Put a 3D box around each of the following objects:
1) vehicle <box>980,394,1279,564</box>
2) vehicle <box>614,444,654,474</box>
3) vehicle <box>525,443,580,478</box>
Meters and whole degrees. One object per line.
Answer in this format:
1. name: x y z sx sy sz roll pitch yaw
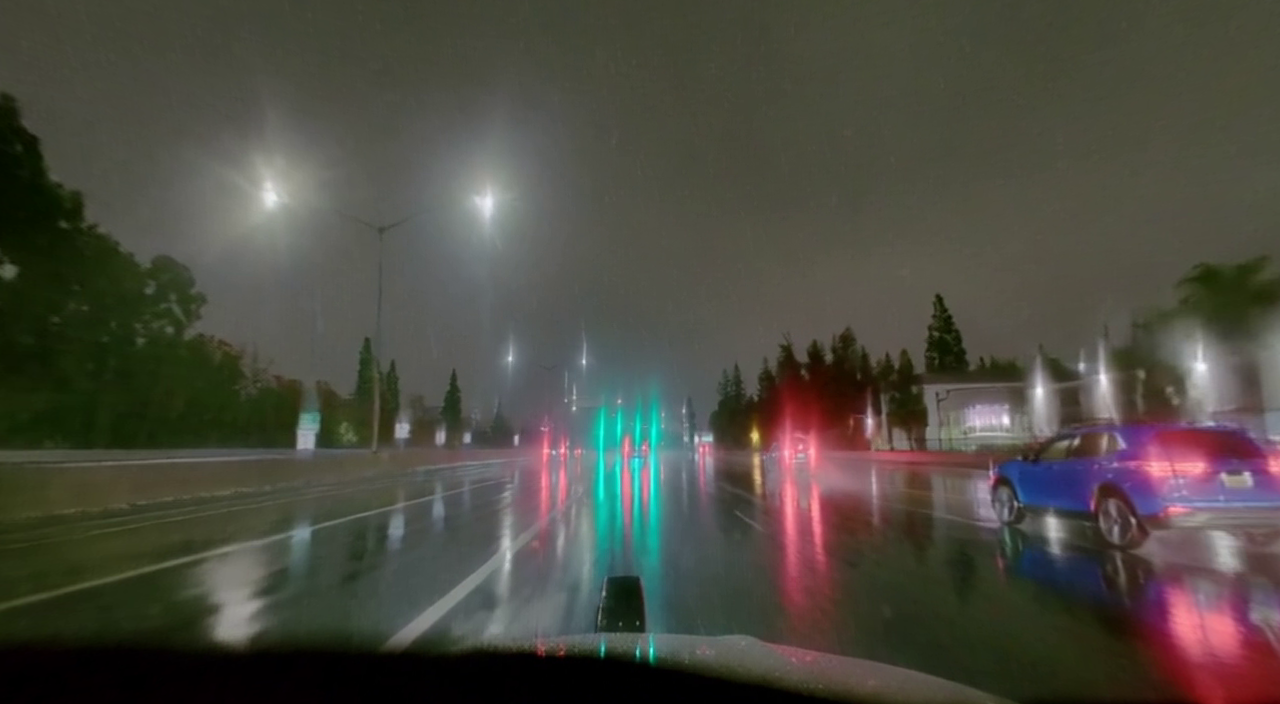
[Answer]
1. vehicle: 7.322 1.704 9.177 2.028 1.801 4.741 0 -9 -1
2. vehicle: -0.353 5.638 33.504 1.997 1.485 4.094 0 -9 -1
3. vehicle: -3.942 5.000 29.348 1.886 1.465 4.625 0 -9 0
